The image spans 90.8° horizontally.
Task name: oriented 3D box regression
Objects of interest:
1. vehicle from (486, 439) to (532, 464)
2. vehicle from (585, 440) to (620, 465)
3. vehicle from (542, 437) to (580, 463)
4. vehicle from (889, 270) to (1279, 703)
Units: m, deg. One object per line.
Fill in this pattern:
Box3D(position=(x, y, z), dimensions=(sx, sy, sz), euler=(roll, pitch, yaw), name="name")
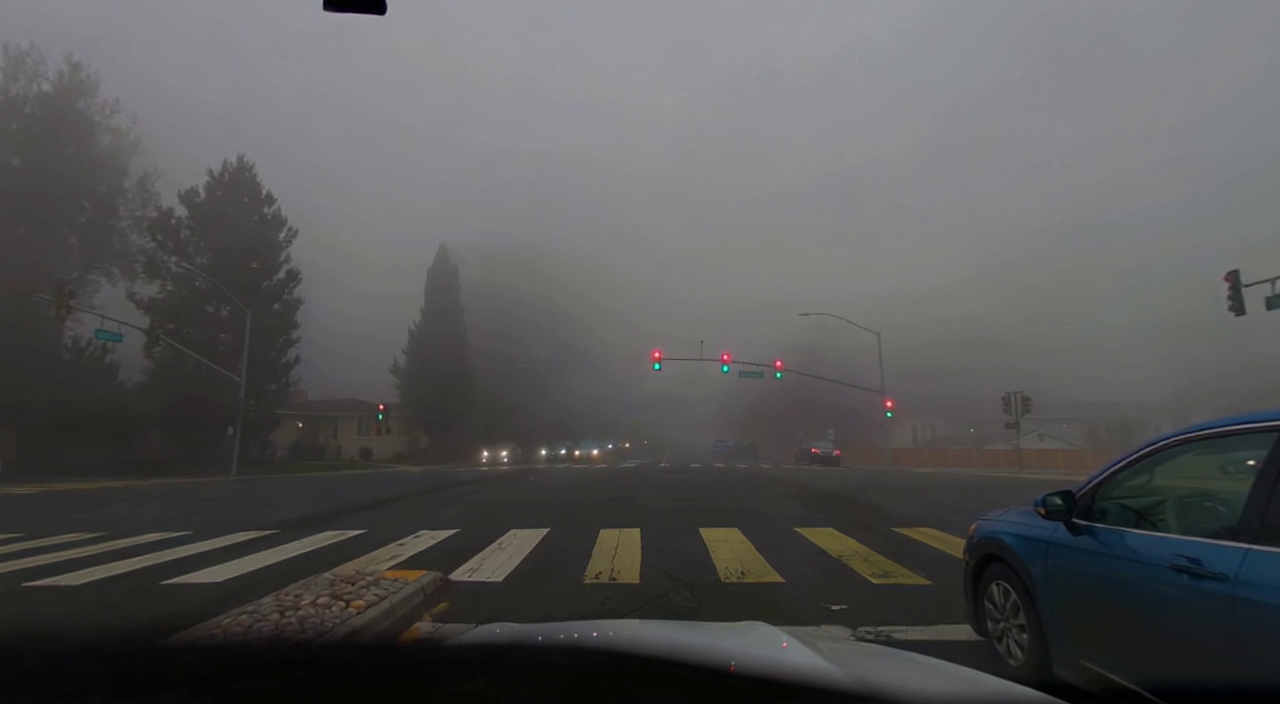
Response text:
Box3D(position=(-8.949, 6.858, 43.629), dimensions=(2.028, 1.654, 5.027), euler=(0, -9, 1), name="vehicle")
Box3D(position=(-2.392, 6.600, 41.607), dimensions=(2.046, 1.491, 4.118), euler=(0, -9, 0), name="vehicle")
Box3D(position=(-5.529, 6.910, 44.479), dimensions=(2.091, 1.707, 4.157), euler=(0, -9, 1), name="vehicle")
Box3D(position=(2.709, 0.709, 1.722), dimensions=(2.085, 1.800, 4.908), euler=(0, -9, 1), name="vehicle")
